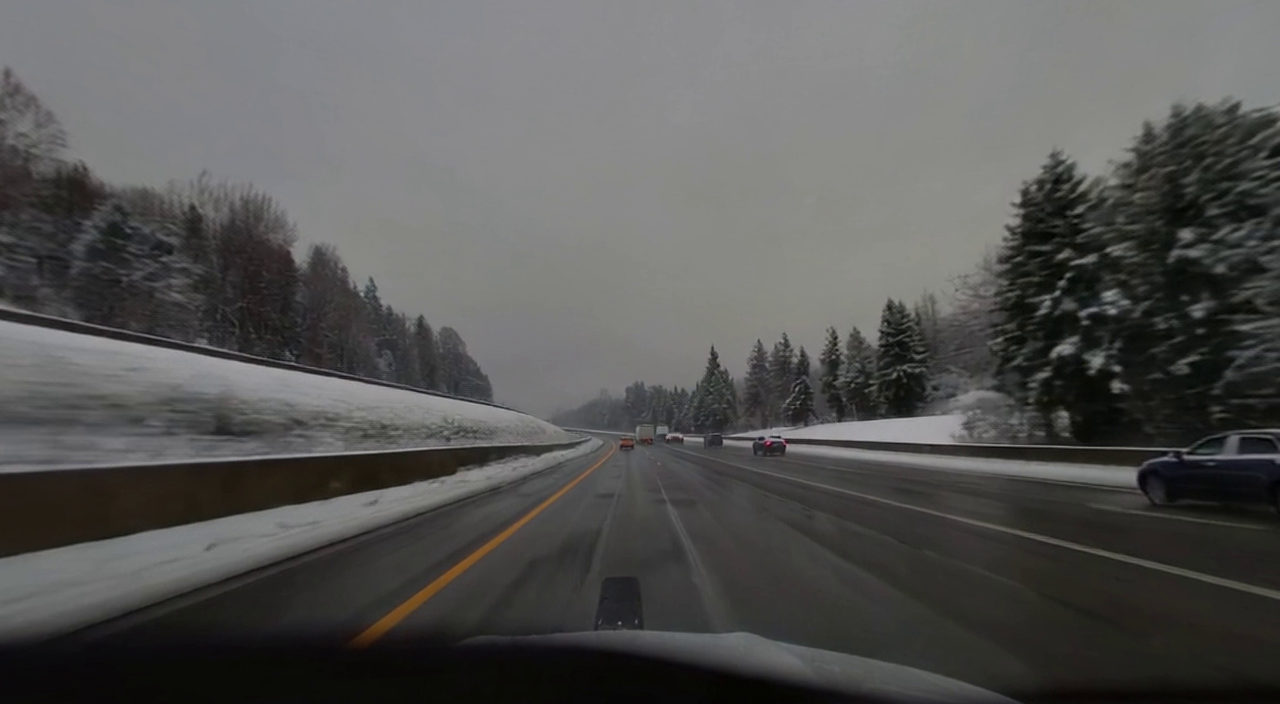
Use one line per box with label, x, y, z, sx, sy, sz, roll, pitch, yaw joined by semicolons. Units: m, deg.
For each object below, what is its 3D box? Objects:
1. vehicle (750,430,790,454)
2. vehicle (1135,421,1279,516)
vehicle;10.083;7.054;49.166;2.077;1.763;4.472;0;-8;-2
vehicle;11.324;1.953;10.656;2.041;1.517;4.645;0;-8;-1
